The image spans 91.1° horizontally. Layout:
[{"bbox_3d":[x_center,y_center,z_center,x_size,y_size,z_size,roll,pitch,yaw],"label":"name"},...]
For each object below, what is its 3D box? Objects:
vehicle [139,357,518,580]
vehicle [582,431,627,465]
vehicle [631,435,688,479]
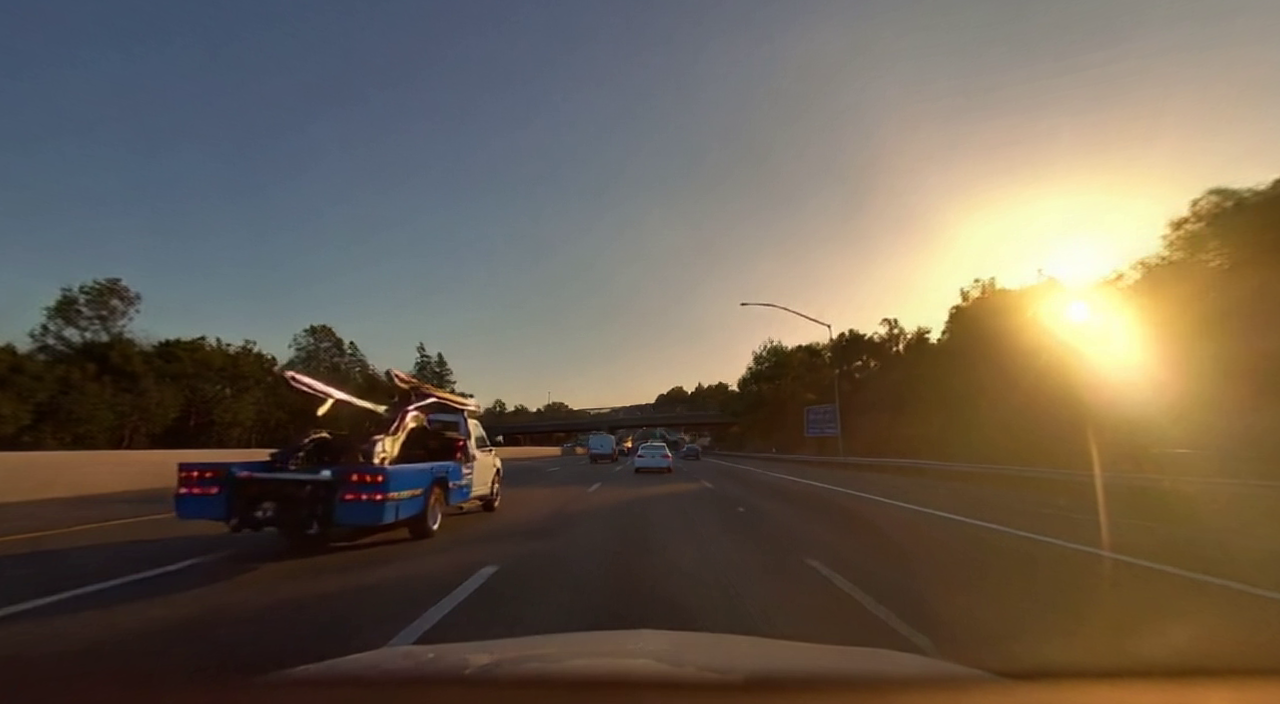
[{"bbox_3d":[-3.451,1.478,8.690,2.292,2.070,5.532,0,-8,1],"label":"vehicle"},{"bbox_3d":[-2.330,6.543,43.060,2.526,2.146,5.594,0,-8,2],"label":"vehicle"},{"bbox_3d":[0.777,4.359,26.369,2.165,1.653,4.456,0,-8,1],"label":"vehicle"}]
